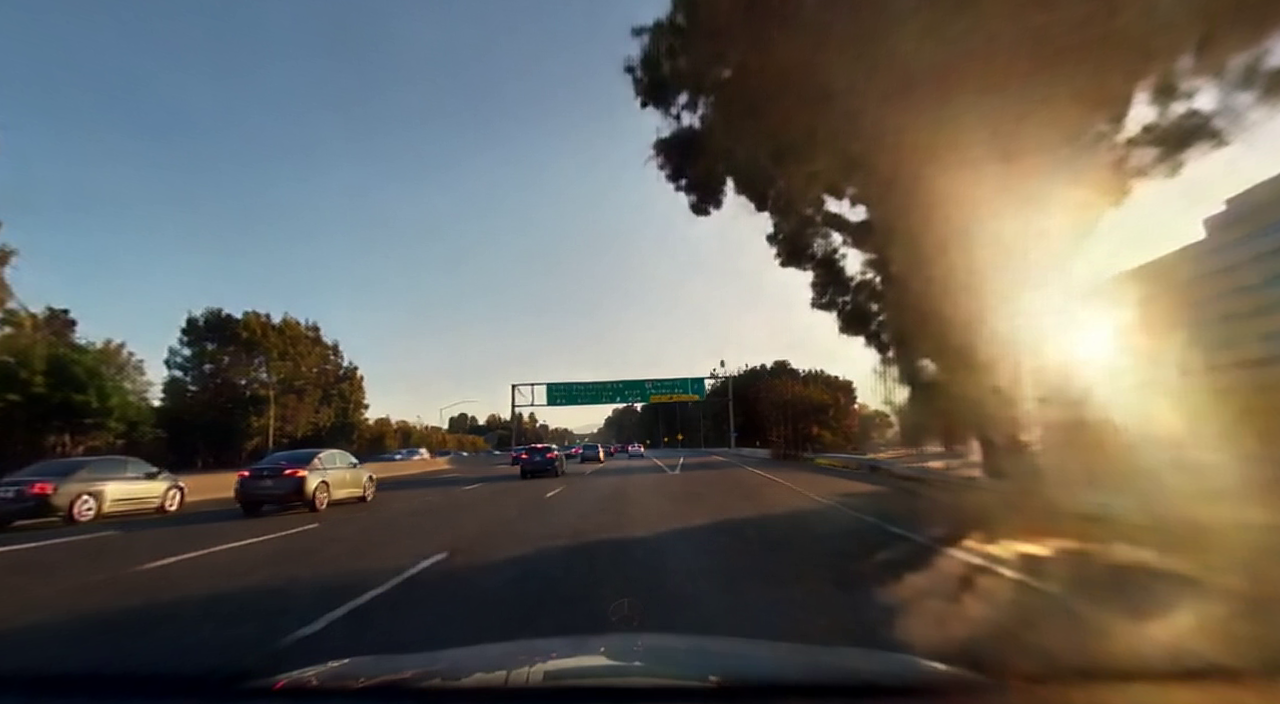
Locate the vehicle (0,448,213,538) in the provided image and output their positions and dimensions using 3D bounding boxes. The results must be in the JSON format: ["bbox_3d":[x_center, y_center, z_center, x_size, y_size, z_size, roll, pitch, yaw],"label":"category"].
[{"bbox_3d":[-11.848,2.873,13.571,2.003,1.595,4.532,0,-9,1],"label":"vehicle"}]

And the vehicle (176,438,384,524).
[{"bbox_3d":[-7.979,2.873,14.627,2.071,1.661,4.540,0,-9,1],"label":"vehicle"}]

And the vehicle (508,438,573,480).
[{"bbox_3d":[-4.360,4.787,28.358,2.158,1.717,4.375,0,-9,1],"label":"vehicle"}]
